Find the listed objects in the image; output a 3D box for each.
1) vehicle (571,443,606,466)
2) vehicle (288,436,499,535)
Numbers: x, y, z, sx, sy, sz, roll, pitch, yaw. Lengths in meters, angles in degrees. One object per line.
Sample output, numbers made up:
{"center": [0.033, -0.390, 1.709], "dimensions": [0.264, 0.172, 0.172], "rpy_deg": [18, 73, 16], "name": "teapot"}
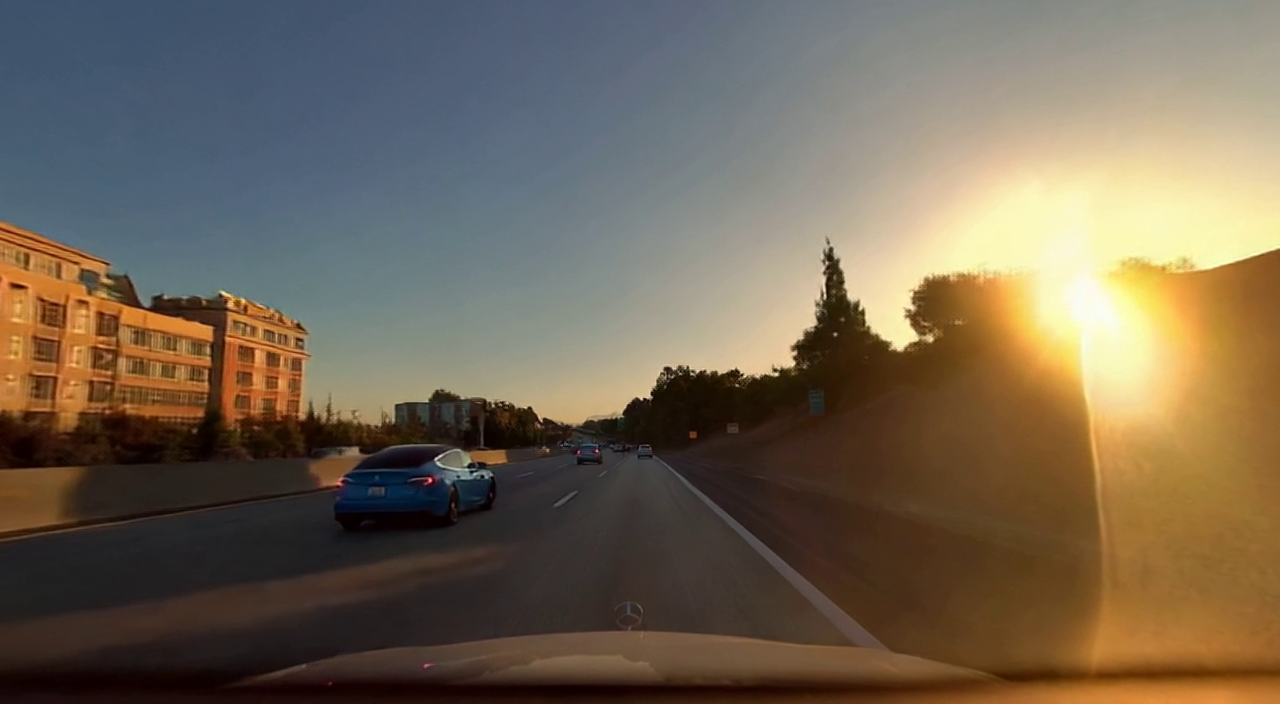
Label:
{"center": [-3.359, 6.806, 42.131], "dimensions": [1.926, 1.464, 4.186], "rpy_deg": [0, -8, 1], "name": "vehicle"}
{"center": [-4.173, 2.313, 11.641], "dimensions": [2.083, 1.471, 4.350], "rpy_deg": [0, -8, 1], "name": "vehicle"}
